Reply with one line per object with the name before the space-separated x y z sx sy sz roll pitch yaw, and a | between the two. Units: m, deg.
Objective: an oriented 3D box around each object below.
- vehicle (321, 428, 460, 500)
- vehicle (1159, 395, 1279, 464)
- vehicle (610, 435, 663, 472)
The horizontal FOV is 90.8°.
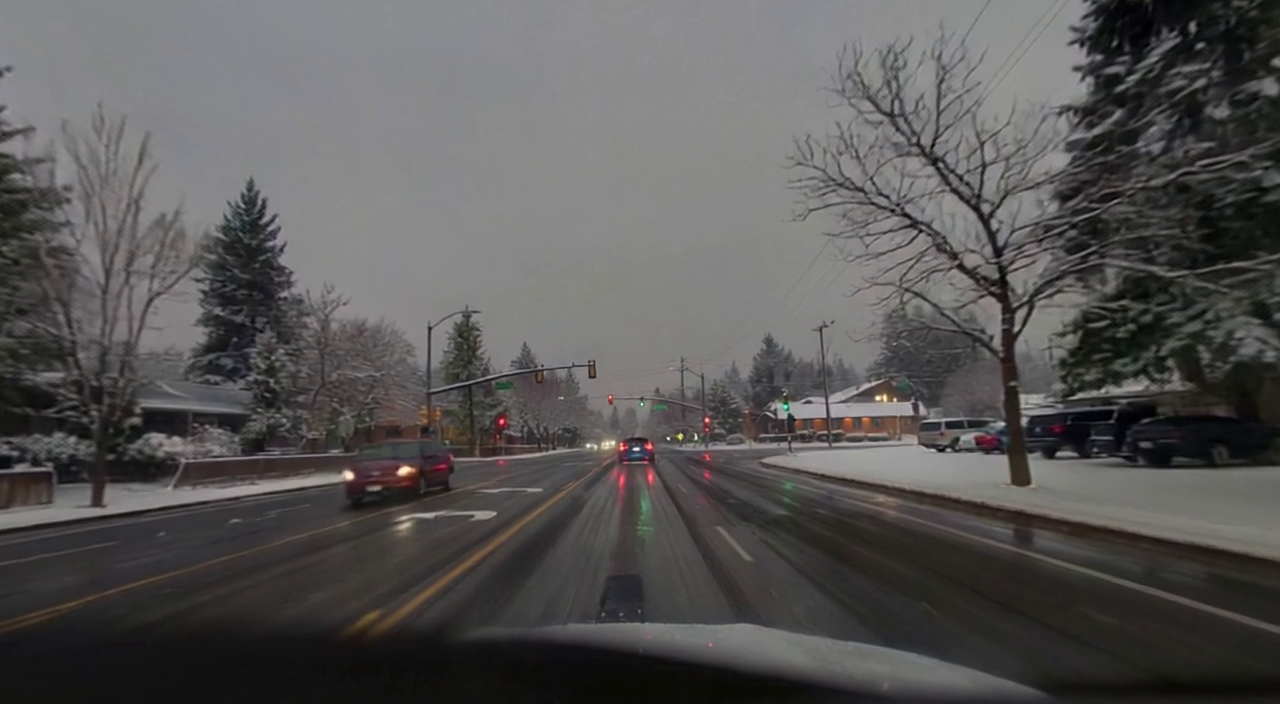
vehicle | -6.805 3.111 17.844 2.117 1.756 4.375 0 -9 0
vehicle | 16.622 2.035 16.468 4.352 1.670 1.974 0 -9 1
vehicle | -0.127 4.311 26.943 2.104 1.462 3.991 0 -9 1
